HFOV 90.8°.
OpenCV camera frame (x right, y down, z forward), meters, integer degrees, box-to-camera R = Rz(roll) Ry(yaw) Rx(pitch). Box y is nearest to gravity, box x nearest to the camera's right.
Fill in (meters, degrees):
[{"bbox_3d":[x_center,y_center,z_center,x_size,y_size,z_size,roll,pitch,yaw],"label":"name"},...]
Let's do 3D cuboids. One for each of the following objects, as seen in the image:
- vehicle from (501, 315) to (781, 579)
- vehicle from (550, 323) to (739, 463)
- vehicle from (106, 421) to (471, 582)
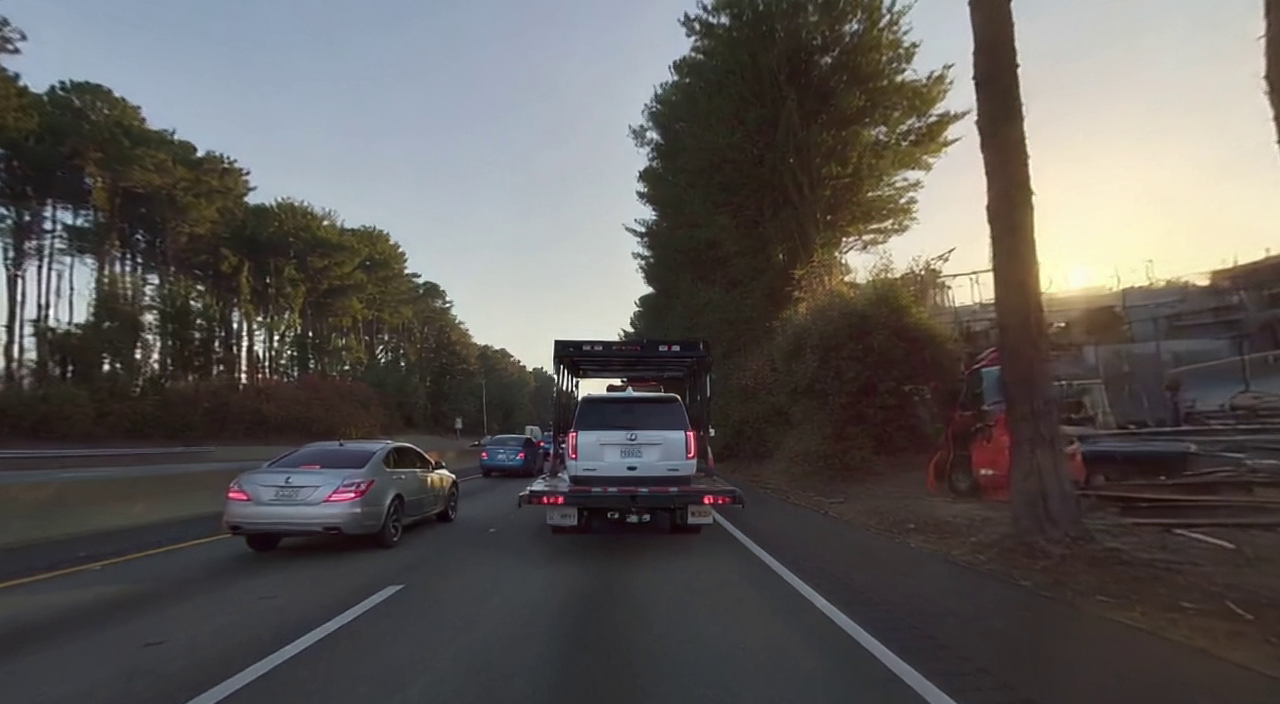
[{"bbox_3d":[-0.237,1.708,11.495,2.735,2.597,10.435,1,-9,-3],"label":"vehicle"},{"bbox_3d":[-0.091,0.819,9.624,2.156,1.604,4.680,1,-9,-4],"label":"vehicle"},{"bbox_3d":[-4.017,1.797,8.555,2.155,1.513,4.964,0,-9,-1],"label":"vehicle"}]
